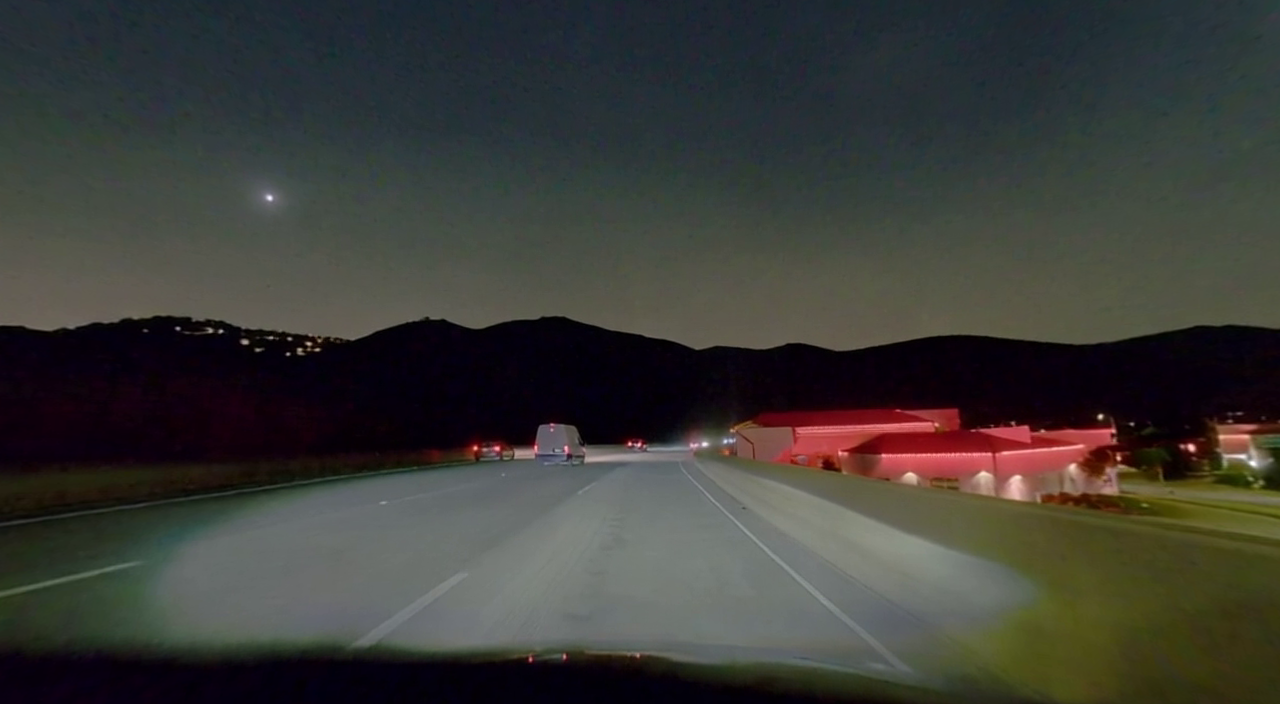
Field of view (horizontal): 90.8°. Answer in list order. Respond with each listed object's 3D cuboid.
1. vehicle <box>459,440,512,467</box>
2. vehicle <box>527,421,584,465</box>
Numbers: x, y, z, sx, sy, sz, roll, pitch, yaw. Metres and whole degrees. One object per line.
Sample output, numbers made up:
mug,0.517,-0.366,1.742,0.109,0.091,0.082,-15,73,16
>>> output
vehicle,-9.250,6.120,38.171,1.821,1.524,4.342,-1,-9,4
vehicle,-5.527,6.119,42.278,2.314,2.703,6.441,-1,-9,5
